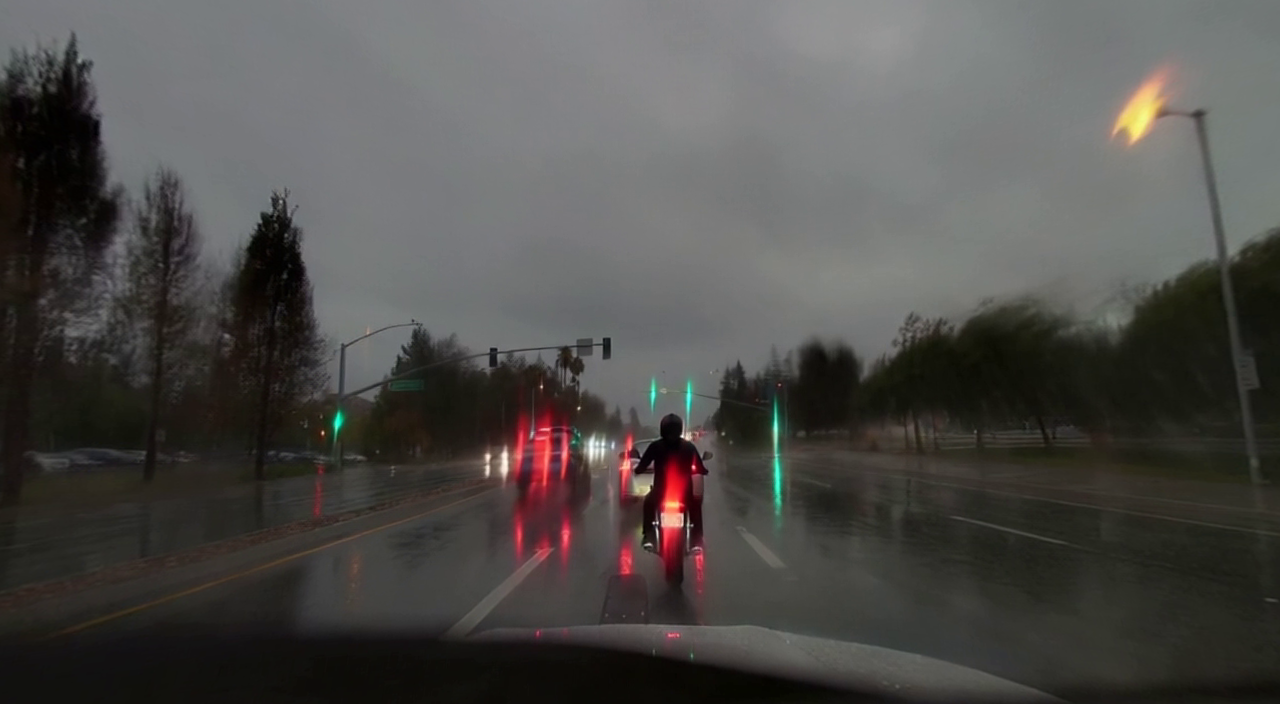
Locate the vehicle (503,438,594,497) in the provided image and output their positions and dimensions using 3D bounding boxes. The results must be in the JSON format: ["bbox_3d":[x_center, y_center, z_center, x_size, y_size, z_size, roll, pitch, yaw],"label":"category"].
[{"bbox_3d":[-2.544,3.297,18.444,1.979,1.499,3.840,-1,-8,2],"label":"vehicle"}]

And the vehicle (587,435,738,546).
[{"bbox_3d":[0.330,2.184,10.754,2.009,1.450,4.608,-1,-8,1],"label":"vehicle"}]
